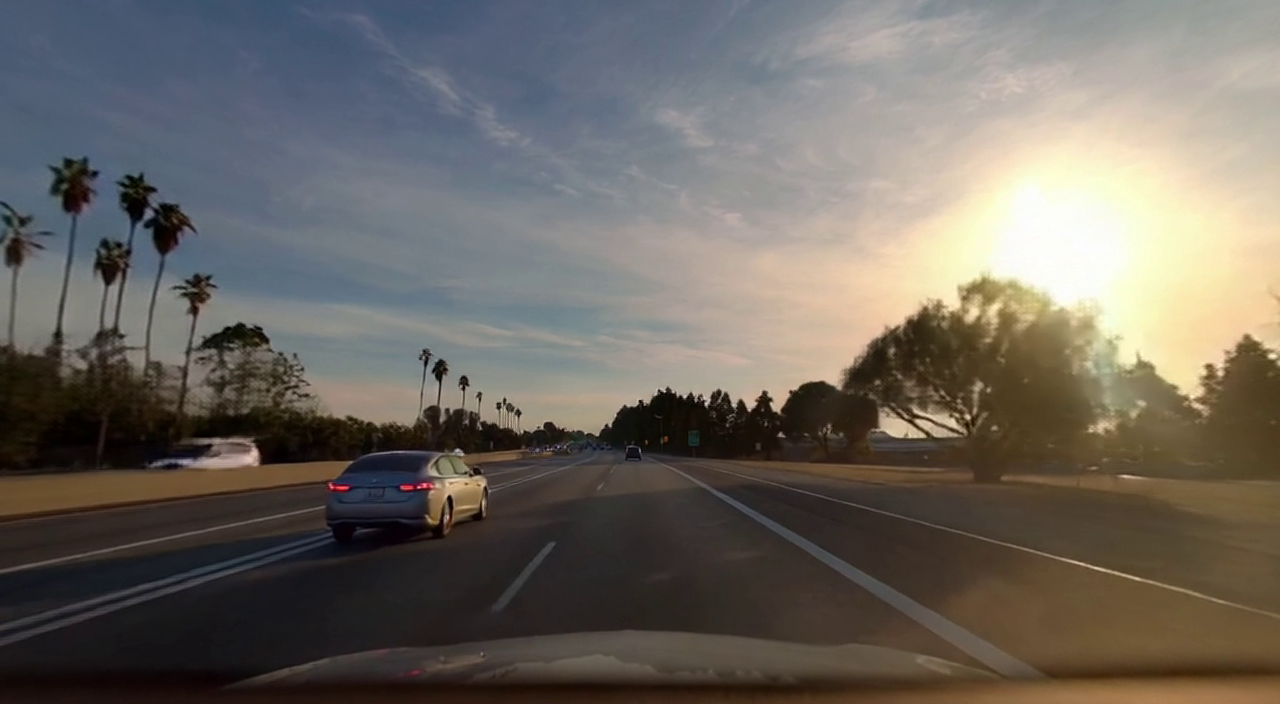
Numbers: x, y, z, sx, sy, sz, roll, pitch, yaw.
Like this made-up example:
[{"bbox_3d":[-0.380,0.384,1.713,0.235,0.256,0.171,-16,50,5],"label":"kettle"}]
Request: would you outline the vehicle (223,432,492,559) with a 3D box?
[{"bbox_3d":[-4.099,2.144,10.273,2.092,1.562,4.748,0,-8,2],"label":"vehicle"}]
